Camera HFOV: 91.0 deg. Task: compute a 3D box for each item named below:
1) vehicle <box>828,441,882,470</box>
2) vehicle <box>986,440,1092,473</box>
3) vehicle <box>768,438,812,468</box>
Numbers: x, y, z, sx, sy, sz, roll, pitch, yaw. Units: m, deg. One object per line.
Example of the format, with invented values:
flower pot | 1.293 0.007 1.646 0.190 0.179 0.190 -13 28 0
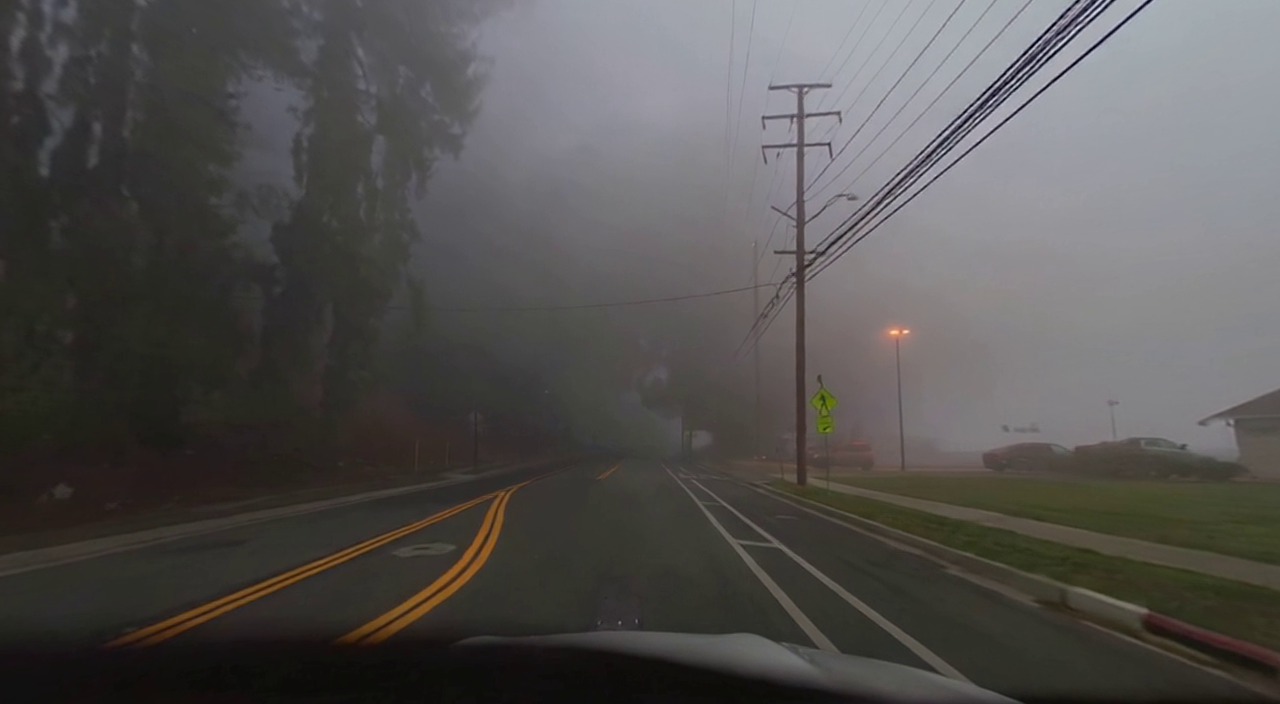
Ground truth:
vehicle | 13.570 6.546 39.940 1.935 1.683 4.669 0 -9 2
vehicle | 21.074 5.507 33.384 3.943 1.664 2.391 0 -8 -1
vehicle | 10.296 6.979 43.532 1.912 1.953 4.651 0 -9 0
